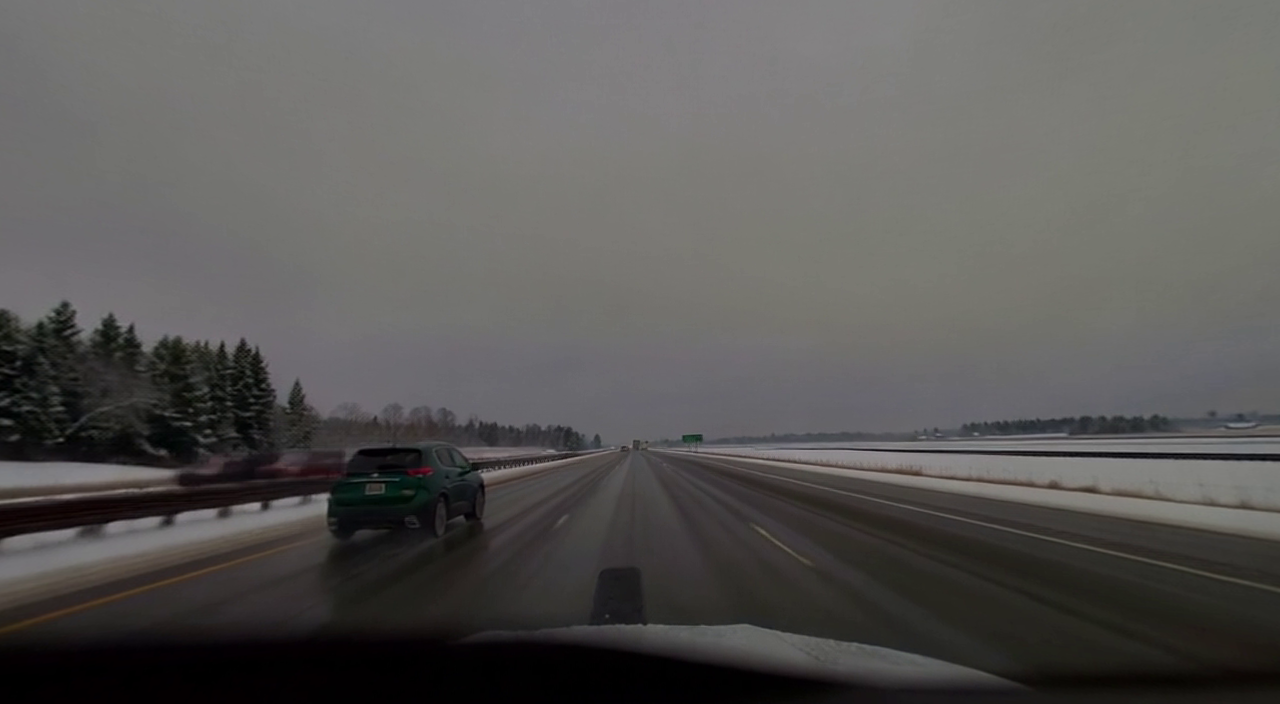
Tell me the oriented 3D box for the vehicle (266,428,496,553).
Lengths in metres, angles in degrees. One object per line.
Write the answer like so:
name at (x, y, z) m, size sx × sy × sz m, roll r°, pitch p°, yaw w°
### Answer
vehicle at (-3.622, 2.004, 9.741) m, size 1.815 × 1.500 × 4.036 m, roll 0°, pitch -9°, yaw 0°
